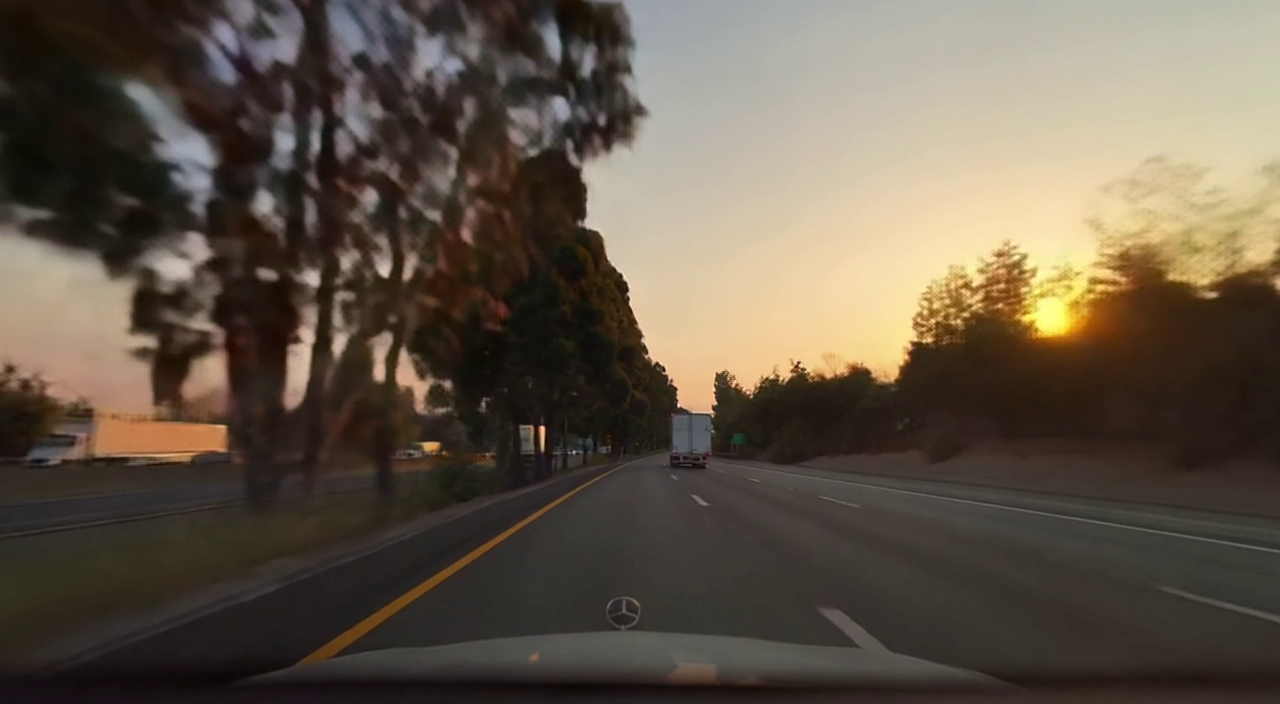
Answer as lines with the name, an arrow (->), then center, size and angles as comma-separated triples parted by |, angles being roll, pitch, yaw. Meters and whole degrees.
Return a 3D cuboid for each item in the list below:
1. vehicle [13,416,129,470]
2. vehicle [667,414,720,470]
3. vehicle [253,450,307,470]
vehicle -> -43.743, 7.078, 48.844 | 2.954, 3.907, 6.034 | 0, -9, 2
vehicle -> 3.808, 6.996, 48.521 | 2.928, 3.595, 13.975 | 0, -9, 0
vehicle -> -27.290, 8.165, 47.921 | 1.745, 1.416, 3.725 | -1, -9, 3
